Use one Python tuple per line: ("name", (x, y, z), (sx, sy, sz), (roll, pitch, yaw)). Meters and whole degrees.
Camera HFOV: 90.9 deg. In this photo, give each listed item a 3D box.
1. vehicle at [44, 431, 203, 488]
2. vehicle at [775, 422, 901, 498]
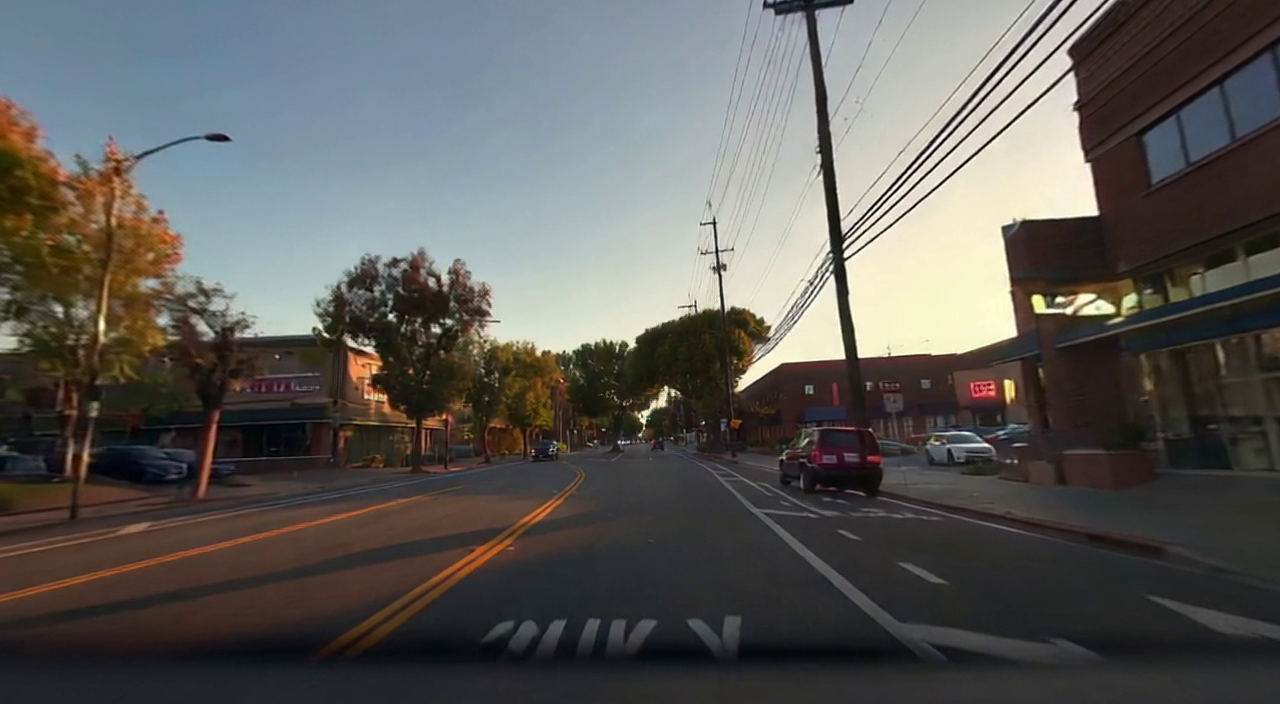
("vehicle", (-20.978, 4.347, 25.799), (4.632, 2.049, 1.973), (-1, -7, -5))
("vehicle", (5.377, 3.013, 17.921), (2.182, 1.850, 4.705), (0, -8, 2))
